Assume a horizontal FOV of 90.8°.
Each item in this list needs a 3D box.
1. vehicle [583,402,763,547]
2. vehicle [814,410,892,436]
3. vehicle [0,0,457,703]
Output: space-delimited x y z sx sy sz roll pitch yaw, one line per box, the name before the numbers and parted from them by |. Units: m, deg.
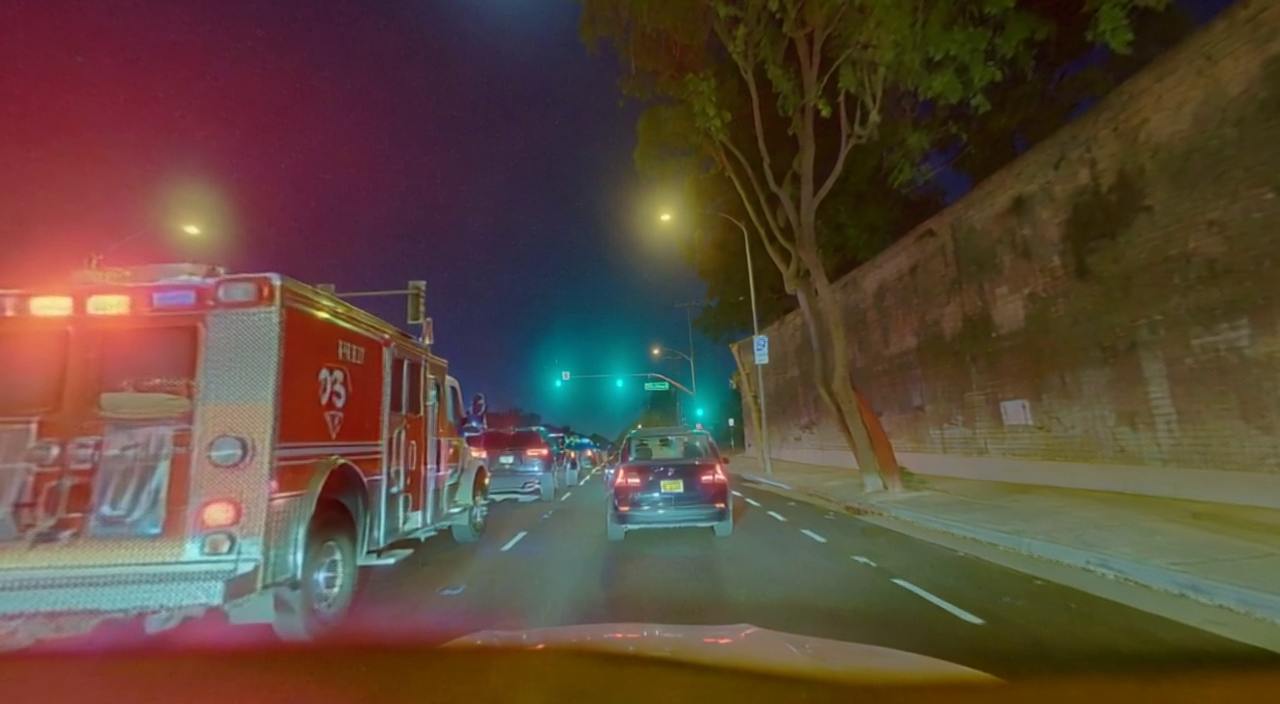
vehicle | 0.247 1.932 10.664 2.332 1.831 4.930 0 -8 -4
vehicle | 14.379 4.826 42.741 4.528 1.704 2.073 1 -9 -12
vehicle | -3.718 -0.332 0.543 3.631 3.655 12.773 0 -8 -1
